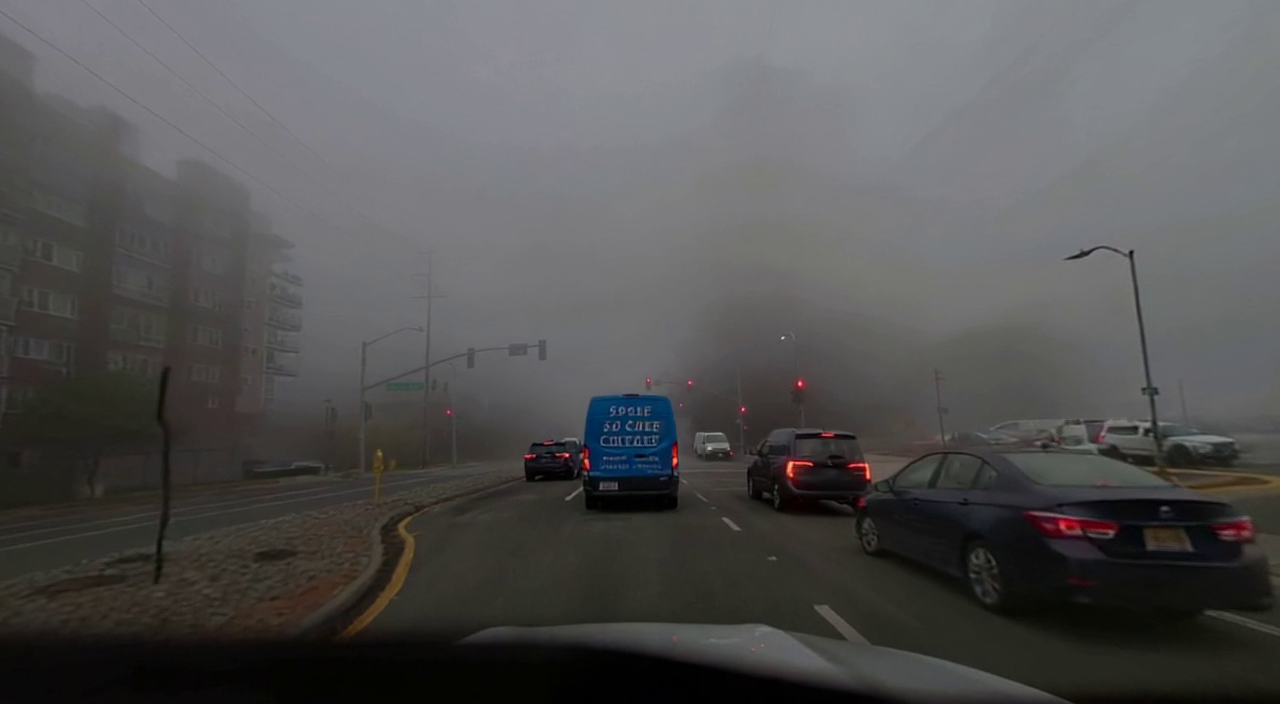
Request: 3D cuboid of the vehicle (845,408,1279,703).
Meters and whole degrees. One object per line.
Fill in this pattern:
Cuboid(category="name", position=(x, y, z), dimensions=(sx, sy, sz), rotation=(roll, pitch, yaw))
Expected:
Cuboid(category="vehicle", position=(3.495, 1.362, 5.455), dimensions=(1.951, 1.483, 4.582), rotation=(0, -8, 1))

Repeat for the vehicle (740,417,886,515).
Cuboid(category="vehicle", position=(3.509, 2.403, 13.717), dimensions=(1.965, 1.771, 4.295), rotation=(0, -8, 1))

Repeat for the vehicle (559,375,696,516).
Cuboid(category="vehicle", position=(-0.114, 2.023, 13.761), dimensions=(2.422, 2.488, 4.992), rotation=(0, -8, 3))
